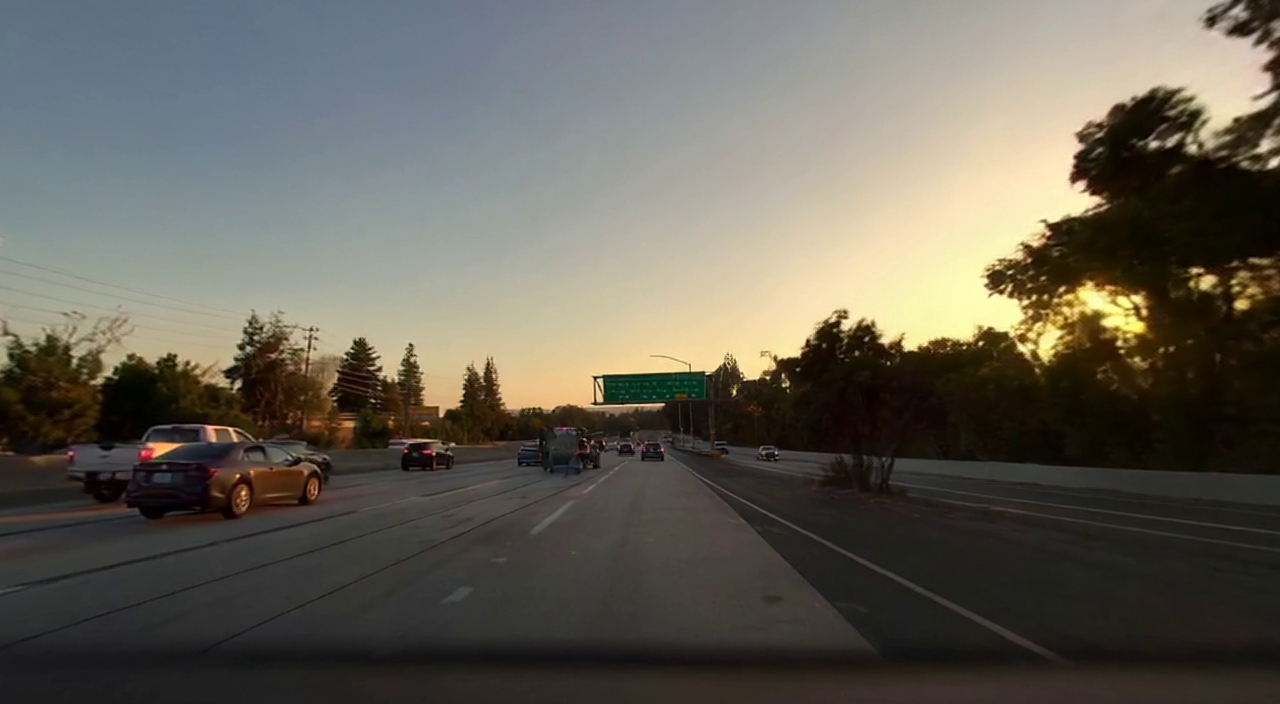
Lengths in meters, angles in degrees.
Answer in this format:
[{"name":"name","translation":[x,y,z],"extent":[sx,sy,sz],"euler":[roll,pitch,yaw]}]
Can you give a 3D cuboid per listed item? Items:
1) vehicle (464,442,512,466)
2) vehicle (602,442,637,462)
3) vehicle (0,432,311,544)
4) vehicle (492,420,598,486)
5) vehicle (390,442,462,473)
[{"name":"vehicle","translation":[-10.210,6.857,42.438],"extent":[1.915,1.472,4.502],"euler":[-1,-8,3]},{"name":"vehicle","translation":[-1.522,7.658,48.171],"extent":[2.013,1.444,4.447],"euler":[-1,-8,7]},{"name":"vehicle","translation":[-7.845,2.149,10.651],"extent":[1.964,1.481,4.425],"euler":[-1,-8,2]},{"name":"vehicle","translation":[-3.304,3.751,23.649],"extent":[2.815,2.092,6.526],"euler":[0,-8,2]},{"name":"vehicle","translation":[-10.699,5.273,31.721],"extent":[1.884,1.453,4.579],"euler":[0,-8,2]}]
